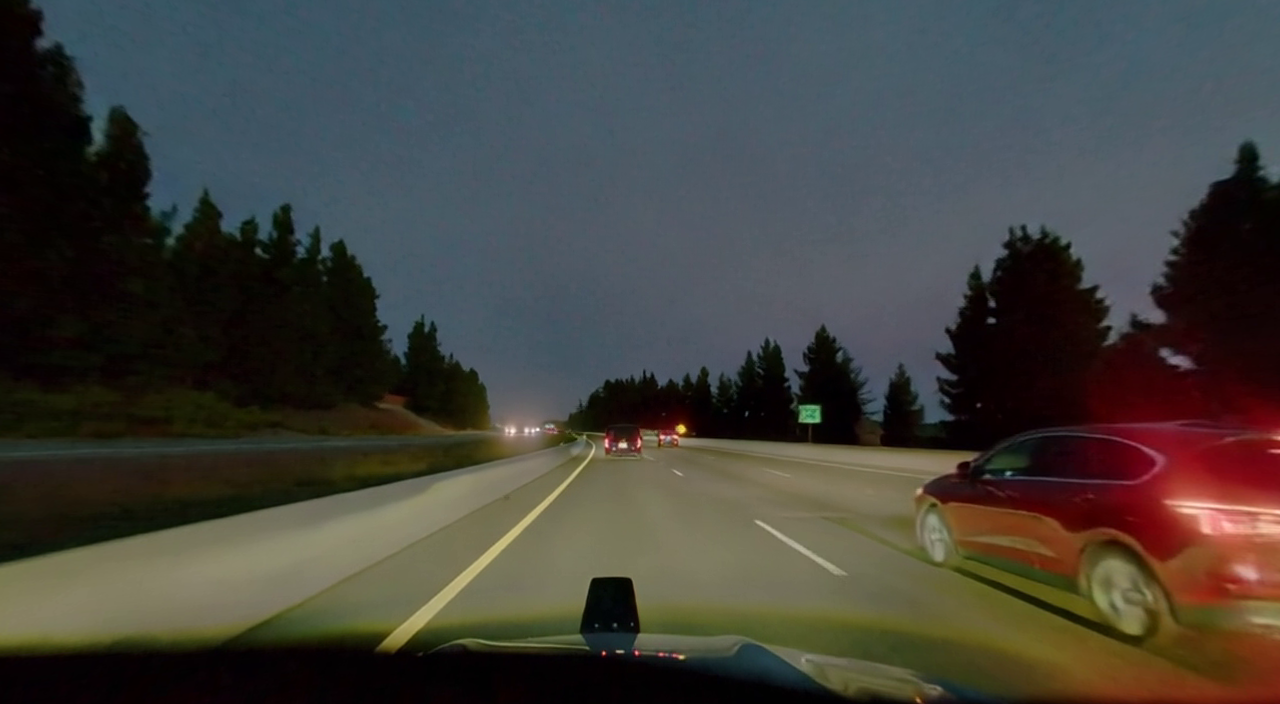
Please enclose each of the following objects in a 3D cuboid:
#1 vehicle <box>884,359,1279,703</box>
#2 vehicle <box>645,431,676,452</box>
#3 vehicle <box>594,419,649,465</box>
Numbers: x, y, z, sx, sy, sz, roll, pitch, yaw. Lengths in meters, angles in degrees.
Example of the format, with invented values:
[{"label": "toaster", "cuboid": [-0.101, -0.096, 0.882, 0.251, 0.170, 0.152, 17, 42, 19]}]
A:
[{"label": "vehicle", "cuboid": [3.442, 1.052, 3.999, 2.078, 1.600, 4.012, 0, -8, -1]}, {"label": "vehicle", "cuboid": [1.585, 7.024, 49.737, 1.996, 1.589, 3.715, 1, -8, -5]}, {"label": "vehicle", "cuboid": [-0.920, 4.249, 29.911, 2.403, 1.994, 4.683, 0, -8, -3]}]
